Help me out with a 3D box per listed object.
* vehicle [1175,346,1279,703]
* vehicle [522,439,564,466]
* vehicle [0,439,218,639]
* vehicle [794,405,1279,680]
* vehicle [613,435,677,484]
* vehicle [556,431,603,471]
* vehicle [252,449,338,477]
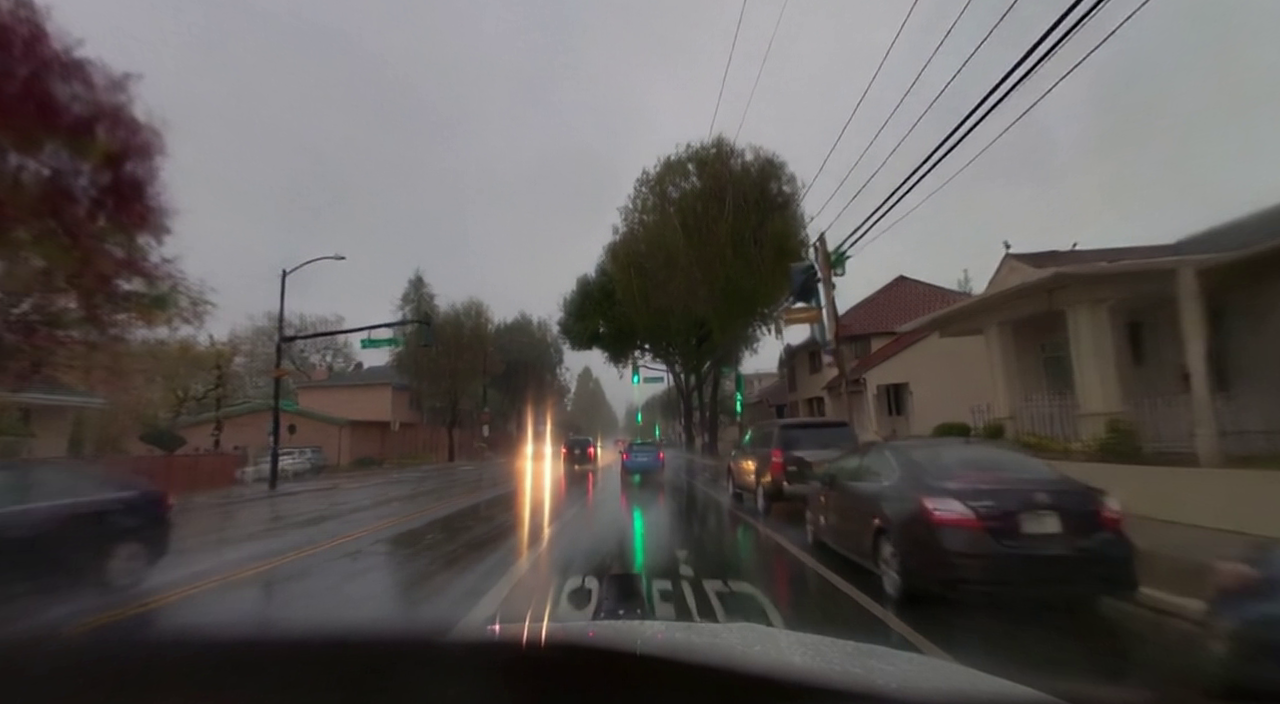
[{"bbox_3d":[3.032,0.540,0.293,1.905,1.589,4.028,0,-8,-2],"label":"vehicle"},{"bbox_3d":[-6.275,6.582,41.456,2.048,1.601,5.047,0,-8,-1],"label":"vehicle"},{"bbox_3d":[-5.945,1.455,4.938,2.055,1.521,4.639,0,-8,0],"label":"vehicle"},{"bbox_3d":[2.949,1.386,5.846,1.842,1.511,4.565,0,-8,0],"label":"vehicle"},{"bbox_3d":[0.112,3.652,21.769,1.998,1.518,4.015,0,-8,-2],"label":"vehicle"},{"bbox_3d":[-2.983,4.953,31.650,1.983,1.841,4.013,0,-8,0],"label":"vehicle"},{"bbox_3d":[-22.857,7.354,41.773,4.537,1.755,1.933,0,-8,0],"label":"vehicle"}]
